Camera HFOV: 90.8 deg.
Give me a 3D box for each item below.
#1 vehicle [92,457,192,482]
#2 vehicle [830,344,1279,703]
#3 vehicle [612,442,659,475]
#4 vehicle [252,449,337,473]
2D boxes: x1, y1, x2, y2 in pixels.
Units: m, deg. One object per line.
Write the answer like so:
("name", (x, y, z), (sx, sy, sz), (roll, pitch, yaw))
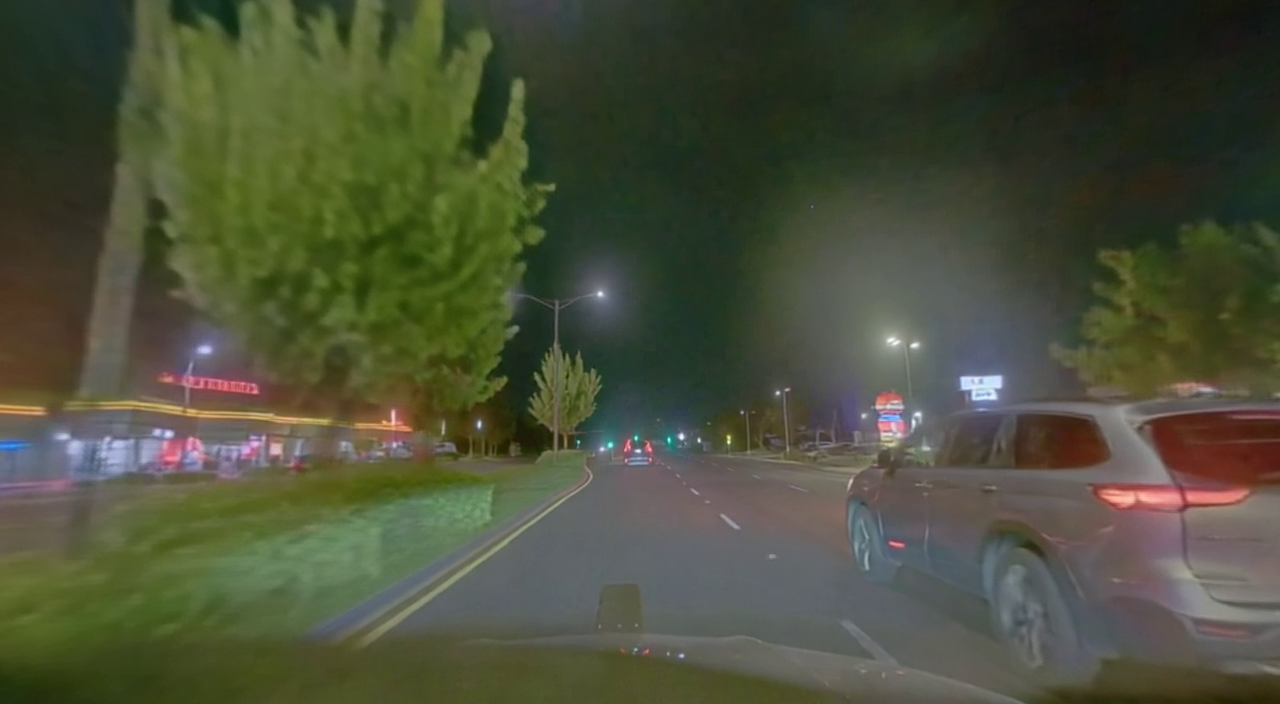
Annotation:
("vehicle", (-32.510, 7.666, 41.432), (4.741, 1.442, 1.957), (4, -10, -27))
("vehicle", (3.218, 1.132, 4.713), (2.110, 1.698, 4.397), (0, -9, -2))
("vehicle", (-0.233, 5.104, 30.579), (2.126, 1.475, 3.967), (0, -8, -1))
("vehicle", (-23.354, 7.361, 42.819), (4.625, 1.516, 2.007), (0, -8, 2))
